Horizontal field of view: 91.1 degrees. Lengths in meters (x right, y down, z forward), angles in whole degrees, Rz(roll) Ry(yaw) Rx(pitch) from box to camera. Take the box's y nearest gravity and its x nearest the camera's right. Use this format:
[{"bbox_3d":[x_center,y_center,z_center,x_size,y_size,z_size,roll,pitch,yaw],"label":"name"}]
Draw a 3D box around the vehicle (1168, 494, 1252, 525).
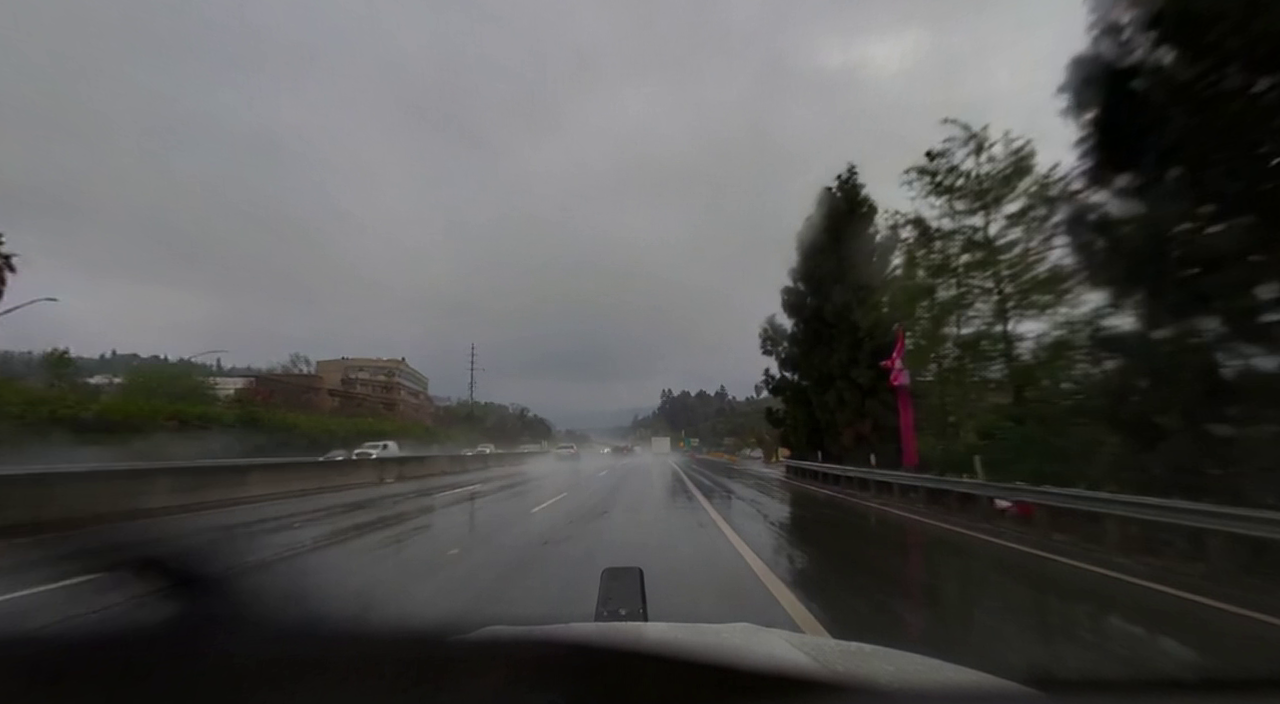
[{"bbox_3d":[42.378,11.668,46.722,4.192,1.670,2.096,-3,-5,-4],"label":"vehicle"}]
